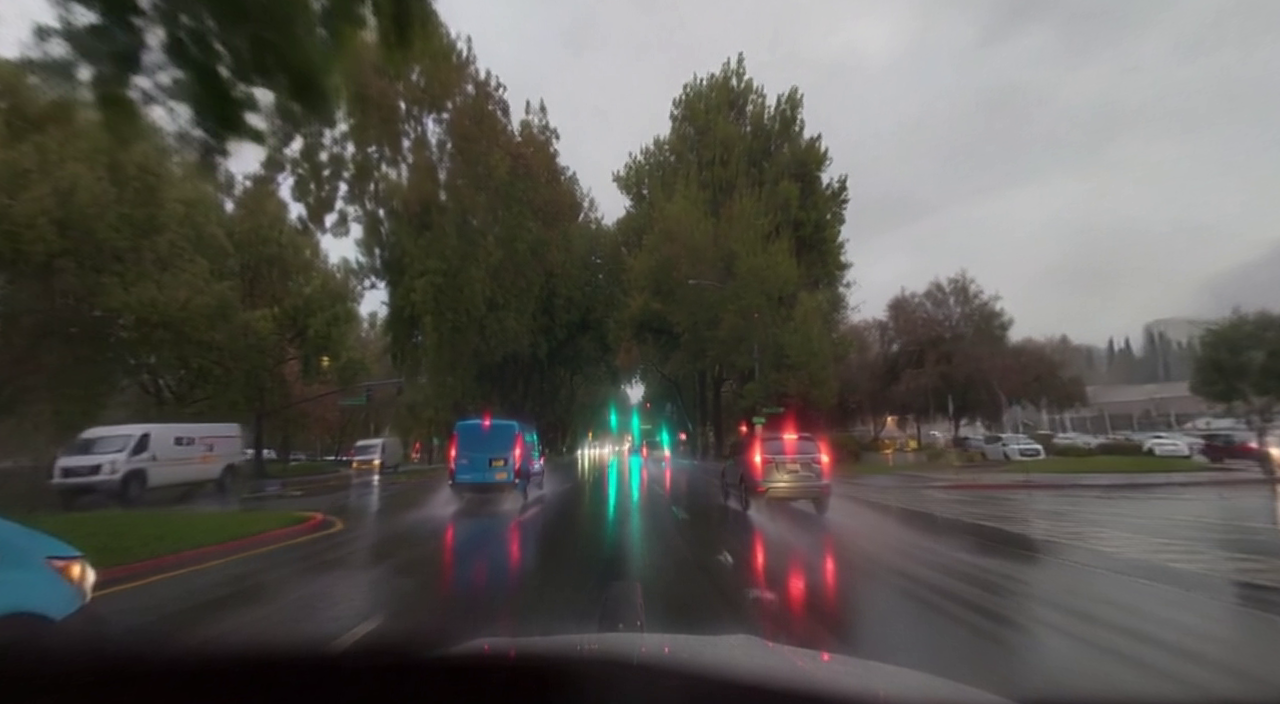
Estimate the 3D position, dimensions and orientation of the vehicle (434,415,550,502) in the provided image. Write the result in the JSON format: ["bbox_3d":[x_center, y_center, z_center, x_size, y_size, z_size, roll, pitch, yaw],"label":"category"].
[{"bbox_3d":[-4.138,3.095,18.617,2.420,2.227,4.499,0,-9,-1],"label":"vehicle"}]

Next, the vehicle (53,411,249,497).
[{"bbox_3d":[-23.181,4.939,30.840,2.883,3.560,8.400,0,-9,-1],"label":"vehicle"}]

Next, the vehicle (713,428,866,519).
[{"bbox_3d":[3.030,2.595,14.006,2.087,1.658,4.612,0,-9,-2],"label":"vehicle"}]

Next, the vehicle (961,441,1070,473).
[{"bbox_3d":[18.171,5.076,30.633,4.210,1.480,1.922,1,-9,-11],"label":"vehicle"}]

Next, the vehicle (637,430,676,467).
[{"bbox_3d":[1.176,7.269,47.661,2.397,2.566,5.324,0,-9,-4],"label":"vehicle"}]
